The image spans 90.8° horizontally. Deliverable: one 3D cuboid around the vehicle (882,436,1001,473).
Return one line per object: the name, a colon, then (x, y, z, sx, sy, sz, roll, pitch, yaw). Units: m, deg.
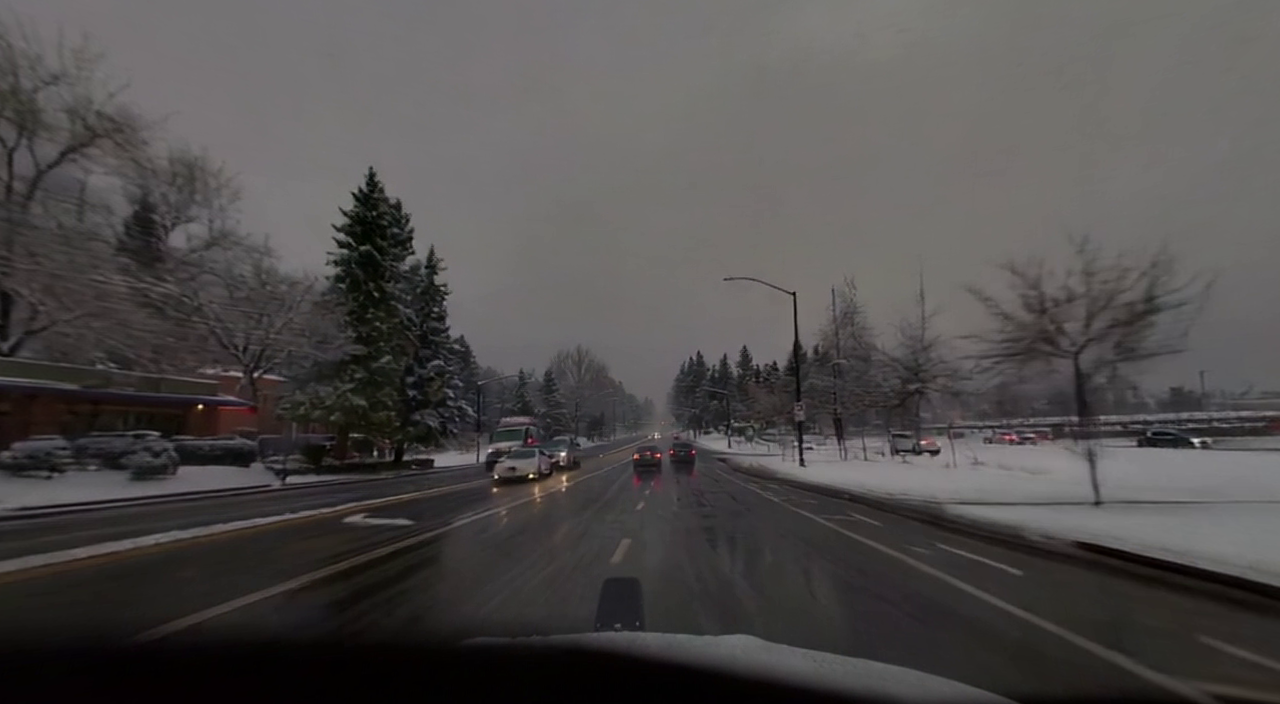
vehicle: (18.143, 6.201, 39.161, 2.618, 1.565, 11.353, -4, -7, 4)

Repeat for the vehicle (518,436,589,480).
vehicle: (-3.994, 5.036, 30.390, 2.298, 1.905, 5.777, -1, -8, 3)

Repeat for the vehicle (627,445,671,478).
vehicle: (0.435, 5.102, 29.695, 1.917, 1.418, 3.987, 0, -8, 1)

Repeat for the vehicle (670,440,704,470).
vehicle: (2.956, 6.540, 40.293, 2.046, 1.768, 4.370, 0, -8, 3)

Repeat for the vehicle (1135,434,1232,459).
vehicle: (32.147, 5.612, 37.416, 4.202, 1.432, 1.934, 1, -9, -7)

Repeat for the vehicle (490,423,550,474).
vehicle: (-7.317, 5.993, 39.328, 2.251, 2.944, 5.835, -1, -8, 3)
